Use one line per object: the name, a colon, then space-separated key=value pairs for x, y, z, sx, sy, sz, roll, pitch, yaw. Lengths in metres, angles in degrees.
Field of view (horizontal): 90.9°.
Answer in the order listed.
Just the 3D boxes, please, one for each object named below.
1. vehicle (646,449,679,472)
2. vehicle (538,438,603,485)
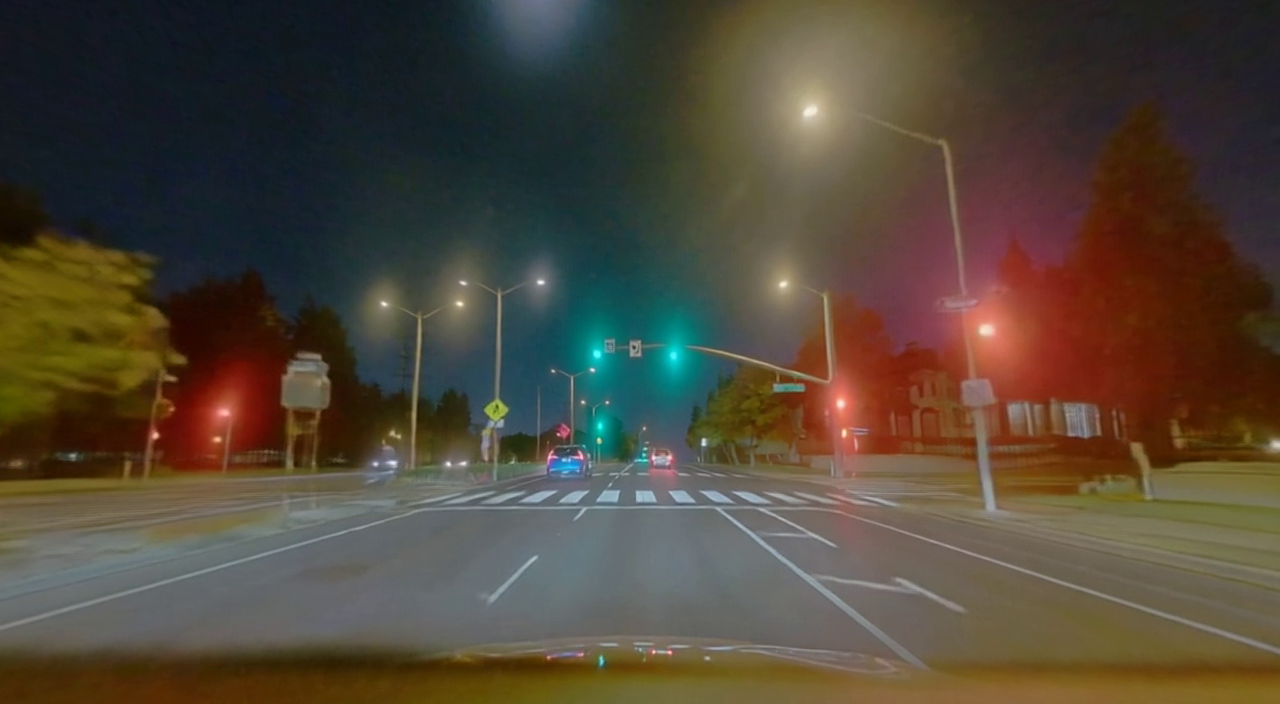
vehicle: x=1.486 y=7.388 z=43.006 sx=2.075 sy=1.480 sz=3.920 roll=0 pitch=-9 yaw=-1
vehicle: x=-2.838 y=4.592 z=26.845 sx=2.150 sy=1.812 sz=4.423 roll=0 pitch=-9 yaw=1
